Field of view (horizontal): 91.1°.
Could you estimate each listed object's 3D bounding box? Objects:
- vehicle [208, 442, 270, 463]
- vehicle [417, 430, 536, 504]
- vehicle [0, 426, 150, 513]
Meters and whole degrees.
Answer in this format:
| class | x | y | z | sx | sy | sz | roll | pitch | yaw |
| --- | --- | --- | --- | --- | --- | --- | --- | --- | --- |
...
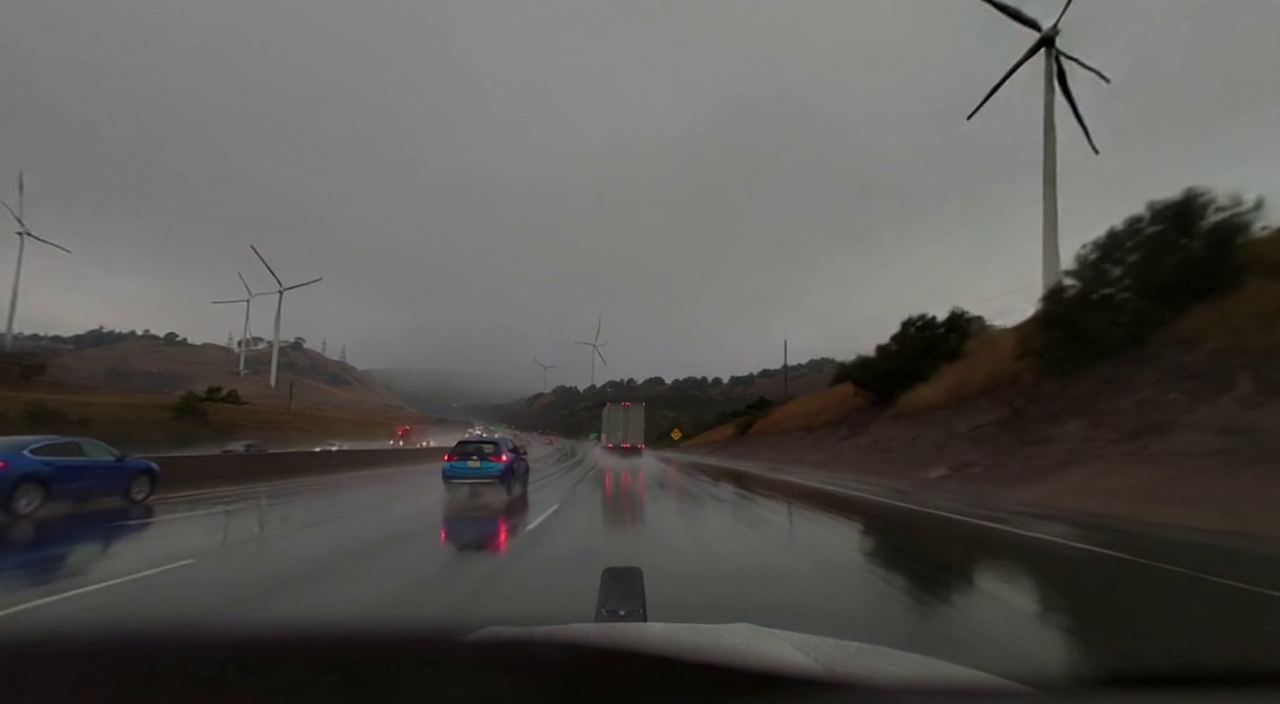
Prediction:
| class | x | y | z | sx | sy | sz | roll | pitch | yaw |
| --- | --- | --- | --- | --- | --- | --- | --- | --- | --- |
| vehicle | -30.709 | 7.698 | 48.220 | 1.862 | 1.495 | 4.695 | 1 | -8 | -3 |
| vehicle | -4.097 | 2.940 | 16.475 | 2.109 | 1.684 | 3.783 | 0 | -8 | 0 |
| vehicle | -14.842 | 2.673 | 14.623 | 2.285 | 1.835 | 5.672 | 0 | -8 | -1 |
